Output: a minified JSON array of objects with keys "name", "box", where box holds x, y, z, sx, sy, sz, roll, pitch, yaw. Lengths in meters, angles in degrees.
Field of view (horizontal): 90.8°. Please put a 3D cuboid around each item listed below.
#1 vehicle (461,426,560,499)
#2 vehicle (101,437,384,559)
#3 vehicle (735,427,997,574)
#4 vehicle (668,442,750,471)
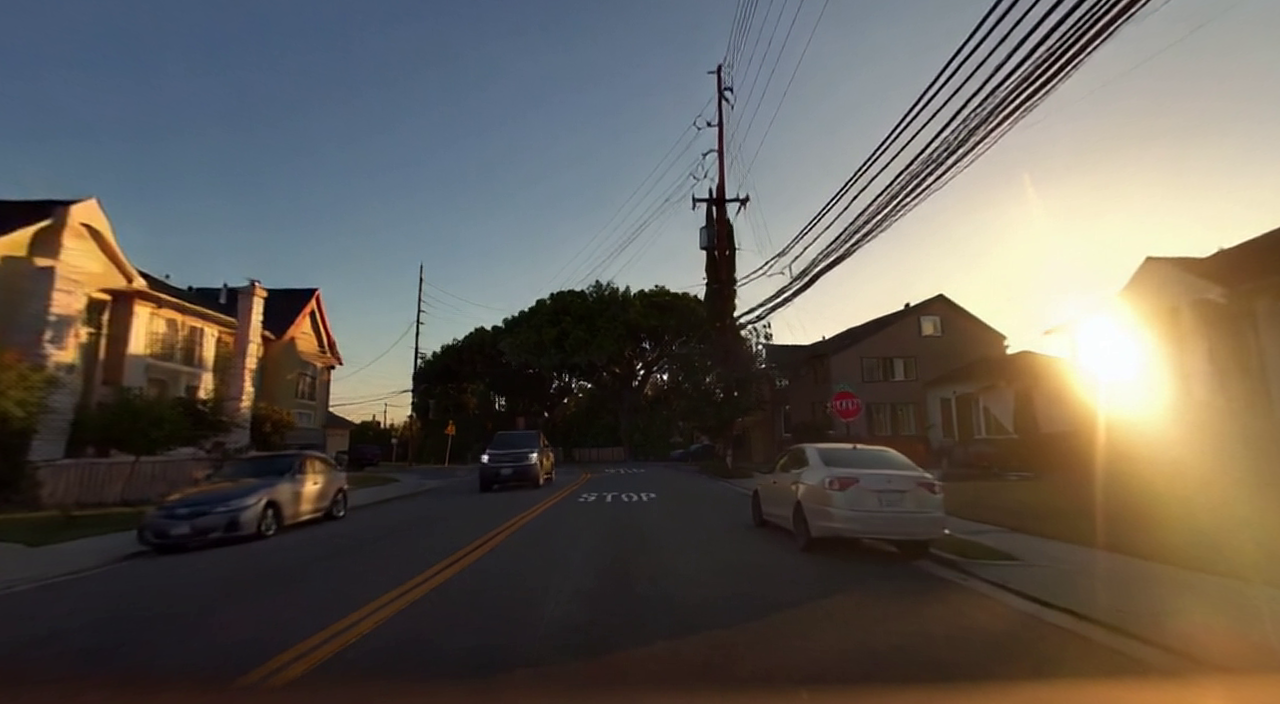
[{"name":"vehicle","box":[-3.818,3.343,19.512,2.277,1.970,4.512,0,-9,-3]},{"name":"vehicle","box":[-6.851,2.489,11.724,2.156,1.728,4.619,-2,-8,2]},{"name":"vehicle","box":[2.728,1.911,8.963,2.080,1.531,4.415,0,-9,0]},{"name":"vehicle","box":[5.044,7.663,46.405,5.578,1.842,2.300,4,-10,-12]}]
